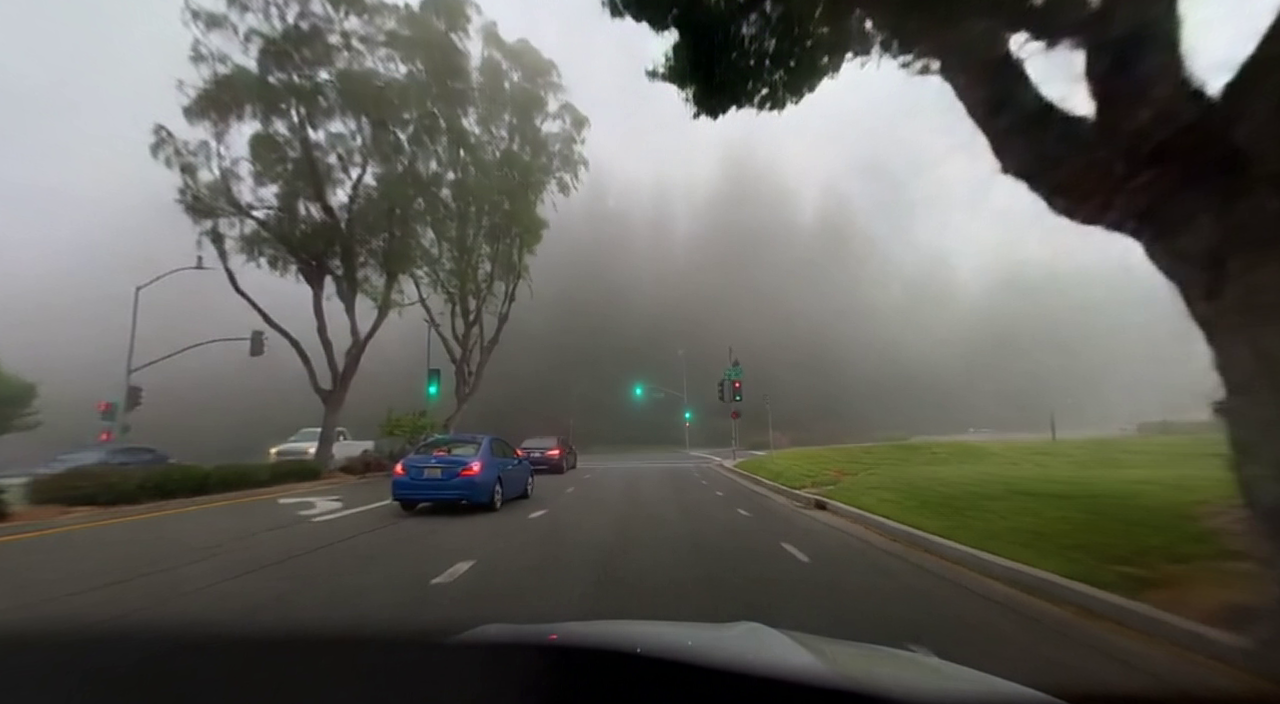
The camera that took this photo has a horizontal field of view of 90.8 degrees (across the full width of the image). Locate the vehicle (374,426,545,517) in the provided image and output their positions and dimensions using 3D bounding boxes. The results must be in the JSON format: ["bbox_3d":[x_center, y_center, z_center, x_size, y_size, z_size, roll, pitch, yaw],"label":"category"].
[{"bbox_3d":[-3.360,2.330,12.886,2.038,1.486,4.678,-1,-8,1],"label":"vehicle"}]

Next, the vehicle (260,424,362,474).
[{"bbox_3d":[-17.042,5.076,33.109,2.496,2.351,5.293,0,-8,0],"label":"vehicle"}]
